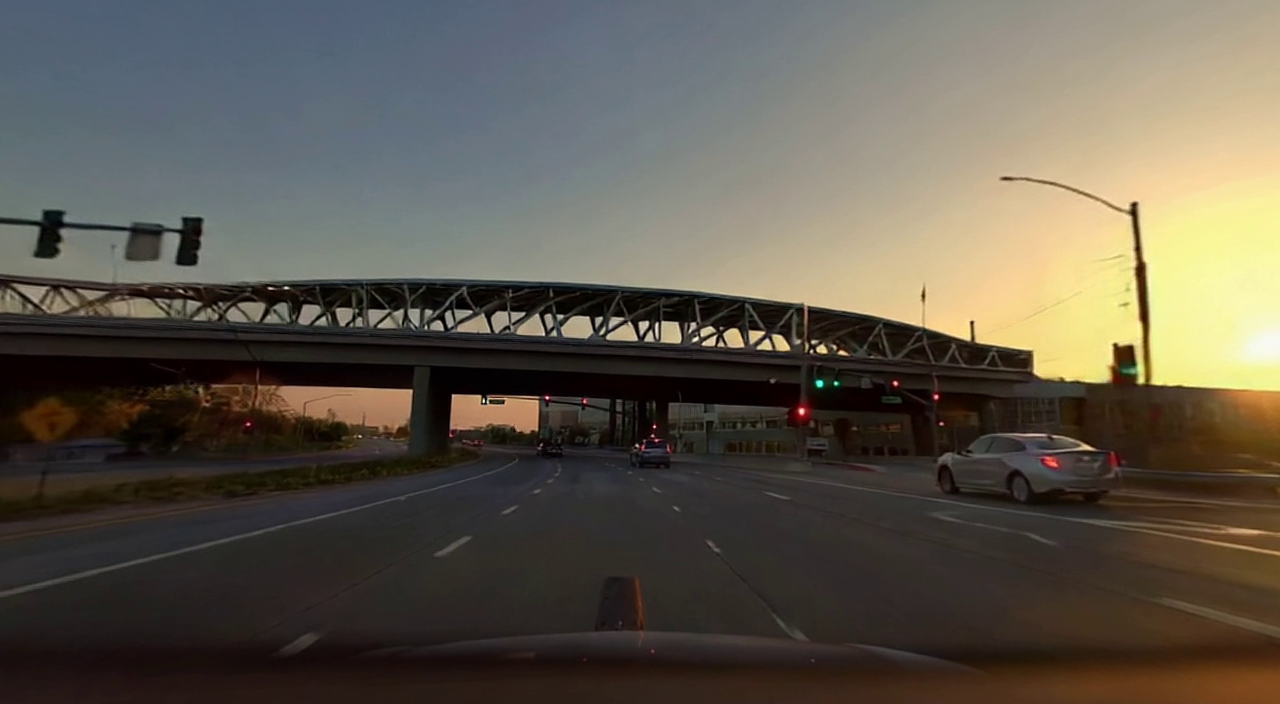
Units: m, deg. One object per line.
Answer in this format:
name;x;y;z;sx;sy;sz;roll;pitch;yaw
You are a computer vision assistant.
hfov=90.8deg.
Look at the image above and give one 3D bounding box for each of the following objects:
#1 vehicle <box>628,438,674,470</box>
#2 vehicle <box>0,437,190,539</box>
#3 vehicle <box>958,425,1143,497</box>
vehicle;0.584;5.911;36.693;2.024;1.724;3.928;1;-9;-8
vehicle;-11.529;2.478;12.145;2.399;1.624;4.585;0;-8;-1
vehicle;11.193;2.999;17.781;2.130;1.741;4.665;0;-8;1
